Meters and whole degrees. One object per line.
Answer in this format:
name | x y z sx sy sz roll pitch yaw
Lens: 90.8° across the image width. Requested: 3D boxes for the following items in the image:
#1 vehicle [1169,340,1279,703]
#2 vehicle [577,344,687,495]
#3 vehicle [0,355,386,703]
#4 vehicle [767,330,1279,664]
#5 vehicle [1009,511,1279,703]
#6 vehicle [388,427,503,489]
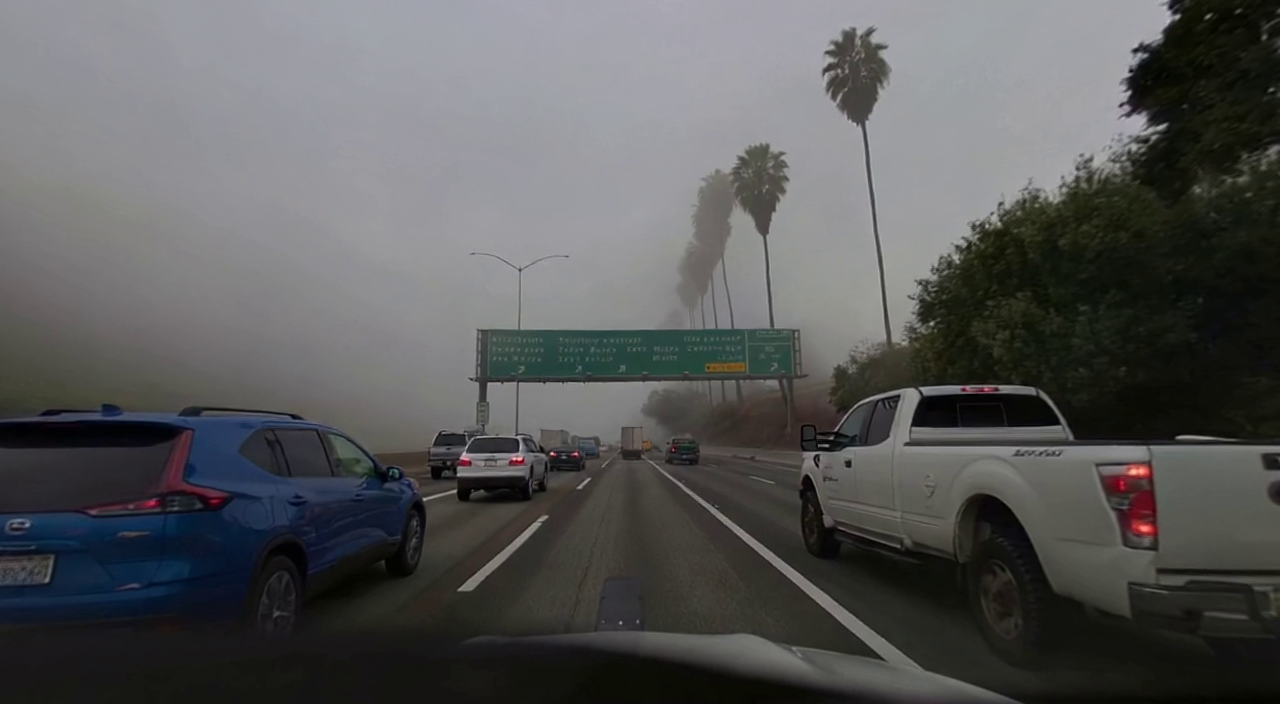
vehicle | 3.184 0.372 0.247 1.859 1.416 4.695 0 -9 -1
vehicle | -0.149 2.595 22.315 2.906 4.040 10.743 0 -9 1
vehicle | -3.234 1.047 3.539 1.885 1.654 4.103 0 -9 0
vehicle | 3.102 1.318 6.863 2.245 2.103 5.613 0 -9 0
vehicle | 3.155 0.890 0.329 2.635 1.036 5.568 0 -9 0
vehicle | -6.879 3.844 23.170 2.344 1.954 5.579 0 -9 1
